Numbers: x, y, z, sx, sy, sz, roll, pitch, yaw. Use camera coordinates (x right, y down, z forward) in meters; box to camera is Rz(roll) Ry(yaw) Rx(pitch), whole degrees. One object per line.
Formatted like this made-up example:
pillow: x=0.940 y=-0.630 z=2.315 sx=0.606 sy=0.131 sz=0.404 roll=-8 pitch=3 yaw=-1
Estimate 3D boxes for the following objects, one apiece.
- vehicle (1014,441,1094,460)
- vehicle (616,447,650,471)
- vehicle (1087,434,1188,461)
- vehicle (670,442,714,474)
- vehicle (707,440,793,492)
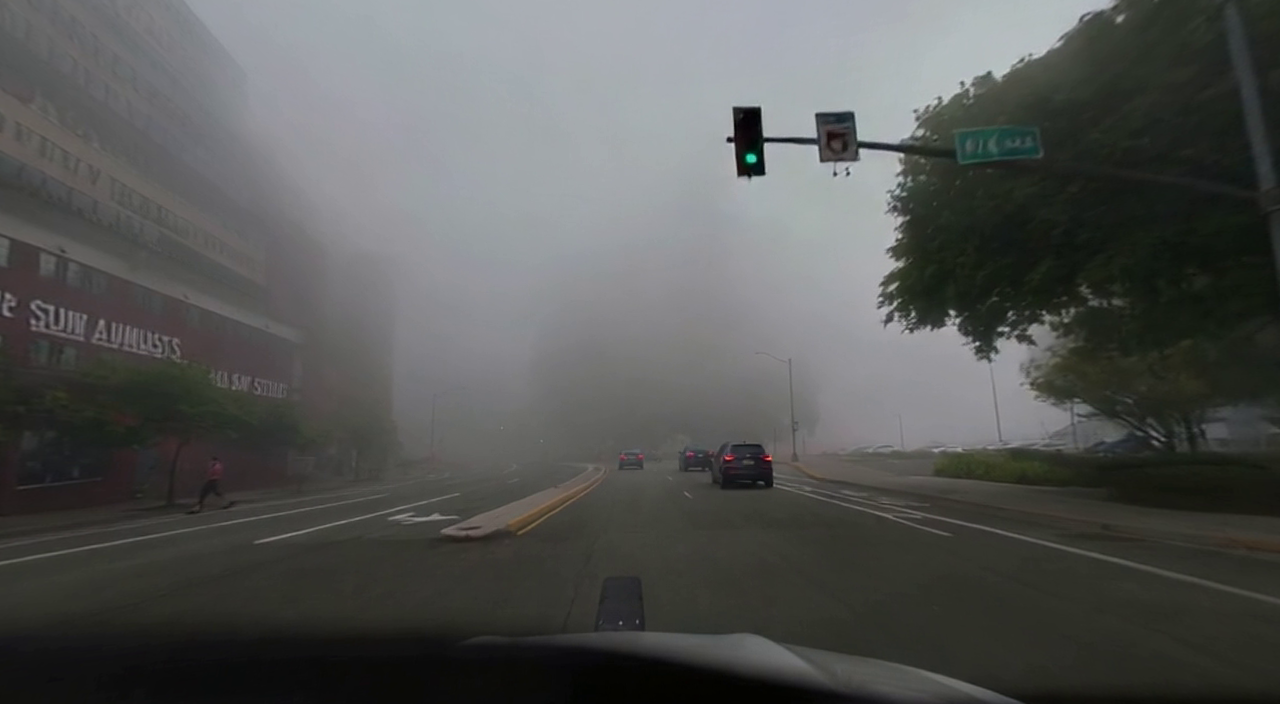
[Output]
vehicle: x=32.629 y=7.776 z=49.898 sx=4.860 sy=1.461 sz=2.041 roll=-1 pitch=-9 yaw=0
vehicle: x=-0.533 y=7.083 z=42.101 sx=2.068 sy=1.512 sz=3.987 roll=0 pitch=-8 yaw=-3
vehicle: x=32.979 y=6.361 z=41.974 sx=4.894 sy=1.710 sz=2.075 roll=0 pitch=-8 yaw=-1
vehicle: x=3.099 y=6.433 z=38.587 sx=2.046 sy=1.768 sz=4.370 roll=0 pitch=-8 yaw=-3
vehicle: x=3.661 y=3.882 z=21.808 sx=1.966 sy=1.596 sz=3.980 roll=0 pitch=-9 yaw=-5
